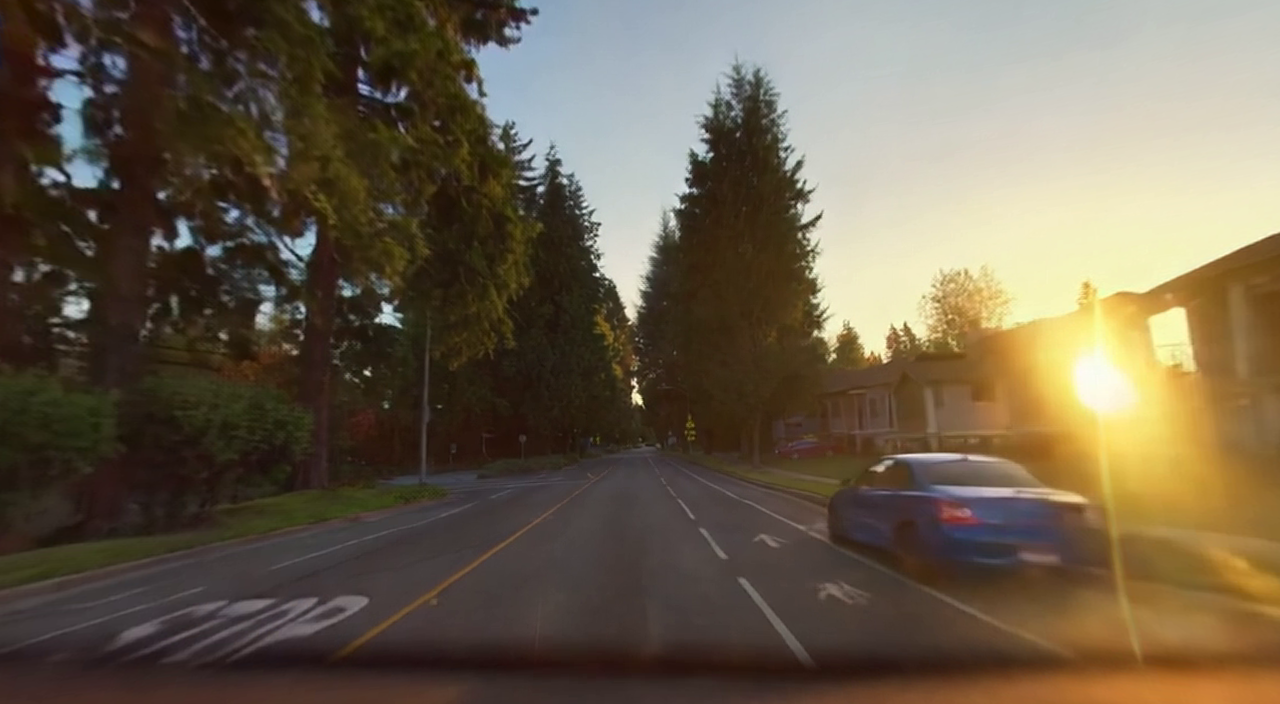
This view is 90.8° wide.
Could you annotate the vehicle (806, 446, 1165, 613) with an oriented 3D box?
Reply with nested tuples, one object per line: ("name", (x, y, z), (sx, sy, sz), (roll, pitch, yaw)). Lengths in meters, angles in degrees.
("vehicle", (3.722, 1.965, 7.996), (1.961, 1.472, 4.434), (0, -9, -1))
